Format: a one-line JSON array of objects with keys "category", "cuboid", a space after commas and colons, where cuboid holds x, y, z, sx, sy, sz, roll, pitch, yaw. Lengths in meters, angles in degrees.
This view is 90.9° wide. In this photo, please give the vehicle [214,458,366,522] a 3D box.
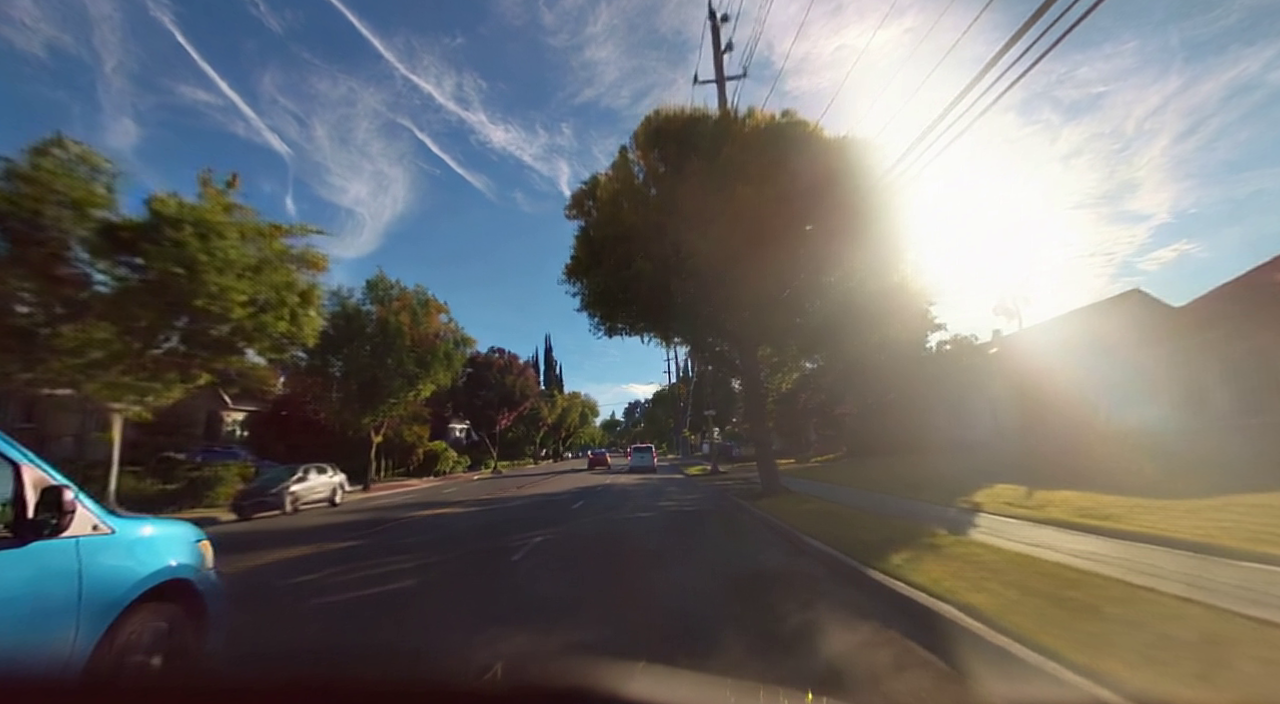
[{"category": "vehicle", "cuboid": [-10.169, 3.993, 18.784, 2.005, 1.471, 4.330, -4, -9, 1]}]

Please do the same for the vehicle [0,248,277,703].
[{"category": "vehicle", "cuboid": [-3.585, 0.502, 1.091, 2.336, 2.152, 5.866, 0, -9, 1]}]

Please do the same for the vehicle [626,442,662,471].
[{"category": "vehicle", "cuboid": [0.282, 6.560, 39.580, 2.120, 1.718, 3.909, 0, -9, 1]}]
